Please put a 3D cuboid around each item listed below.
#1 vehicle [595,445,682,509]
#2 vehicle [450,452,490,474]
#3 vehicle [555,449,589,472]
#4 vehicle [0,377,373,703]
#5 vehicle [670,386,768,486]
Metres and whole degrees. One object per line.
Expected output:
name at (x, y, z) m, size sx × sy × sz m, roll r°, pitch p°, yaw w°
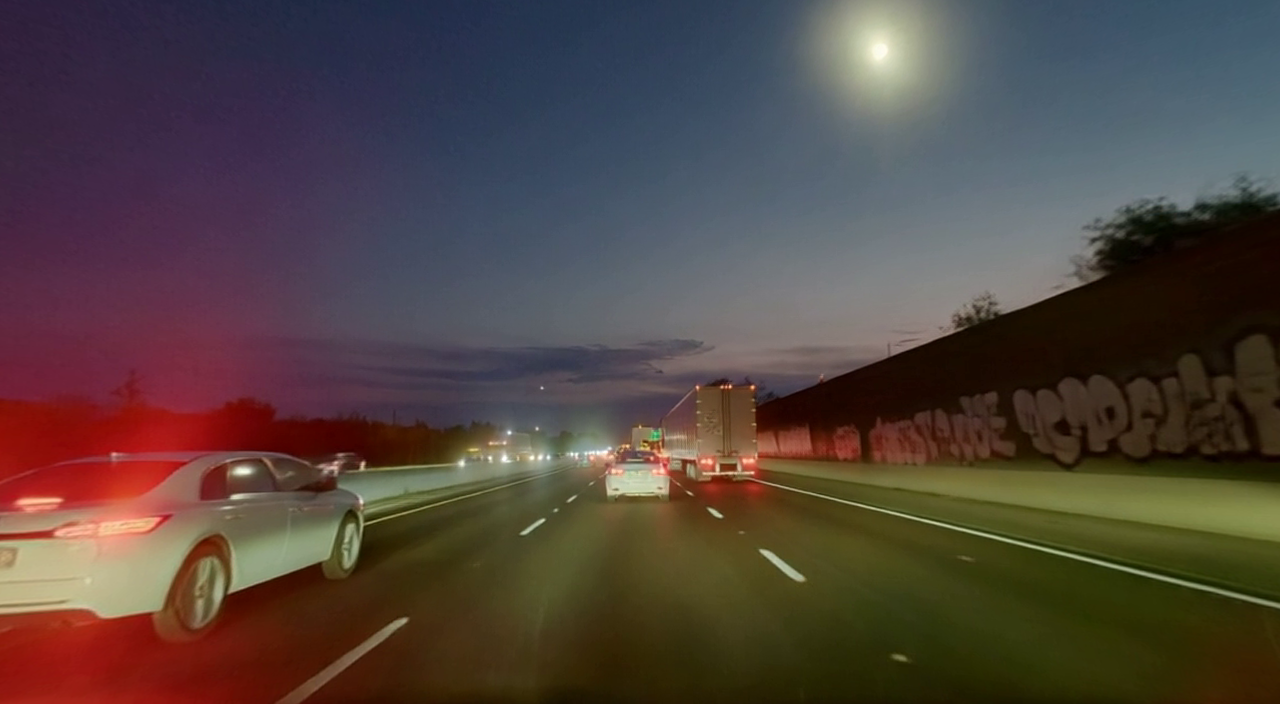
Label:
vehicle at (-0.074, 3.229, 16.727) m, size 2.033 × 1.468 × 4.015 m, roll 0°, pitch -9°, yaw -1°
vehicle at (-12.350, 8.077, 45.904) m, size 1.840 × 1.447 × 3.868 m, roll 0°, pitch -9°, yaw 0°
vehicle at (-4.876, 7.837, 45.593) m, size 2.067 × 1.481 × 4.085 m, roll 0°, pitch -9°, yaw 0°
vehicle at (-4.401, 1.361, 5.625) m, size 1.988 × 1.750 × 4.711 m, roll 0°, pitch -9°, yaw -1°
vehicle at (3.543, 4.477, 32.835) m, size 2.902 × 4.014 × 14.446 m, roll 0°, pitch -9°, yaw -1°
